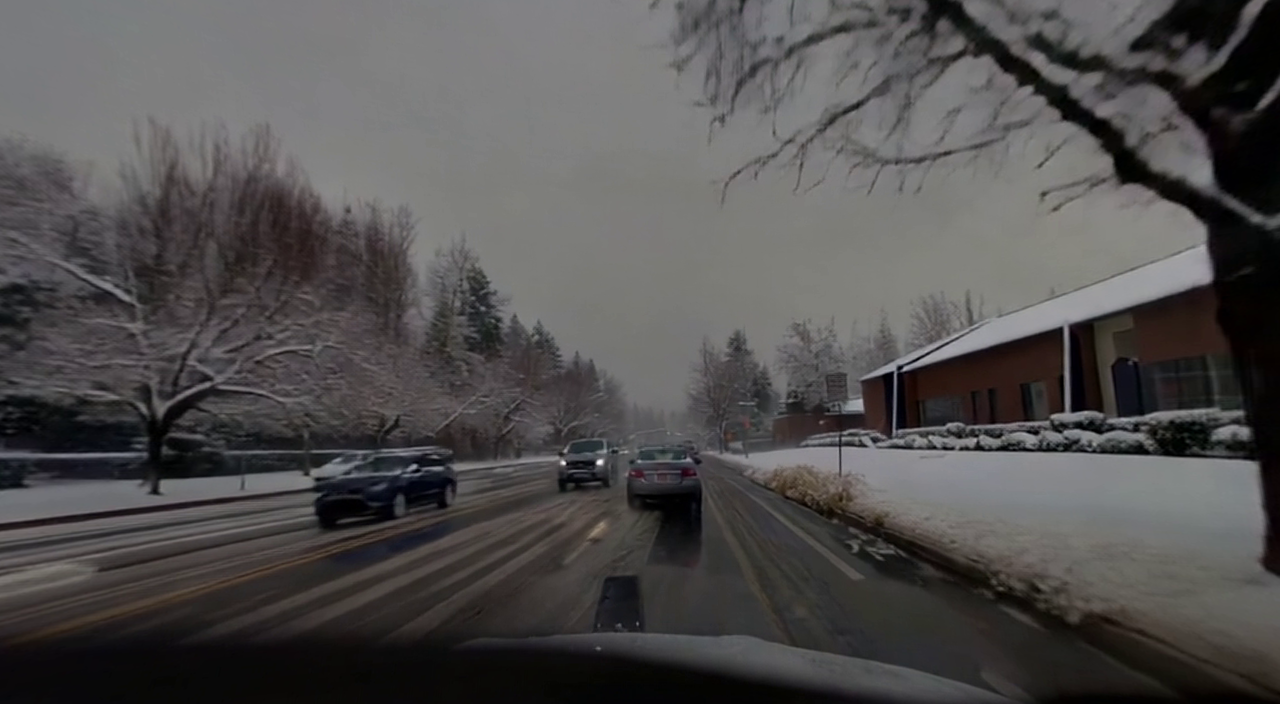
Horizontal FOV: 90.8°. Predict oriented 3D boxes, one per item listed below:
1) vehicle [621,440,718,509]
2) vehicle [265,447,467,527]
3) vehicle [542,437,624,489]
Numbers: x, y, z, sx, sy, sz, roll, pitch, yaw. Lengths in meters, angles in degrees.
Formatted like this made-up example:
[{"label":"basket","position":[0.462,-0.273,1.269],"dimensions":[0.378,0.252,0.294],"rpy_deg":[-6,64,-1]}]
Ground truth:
[{"label":"vehicle","position":[0.769,2.991,15.978],"dimensions":[2.116,1.479,4.358],"rpy_deg":[-1,-8,3]},{"label":"vehicle","position":[-5.778,2.877,14.166],"dimensions":[2.170,1.465,4.648],"rpy_deg":[-1,-9,4]},{"label":"vehicle","position":[-1.964,4.063,23.473],"dimensions":[2.294,1.695,4.792],"rpy_deg":[-1,-8,4]}]
